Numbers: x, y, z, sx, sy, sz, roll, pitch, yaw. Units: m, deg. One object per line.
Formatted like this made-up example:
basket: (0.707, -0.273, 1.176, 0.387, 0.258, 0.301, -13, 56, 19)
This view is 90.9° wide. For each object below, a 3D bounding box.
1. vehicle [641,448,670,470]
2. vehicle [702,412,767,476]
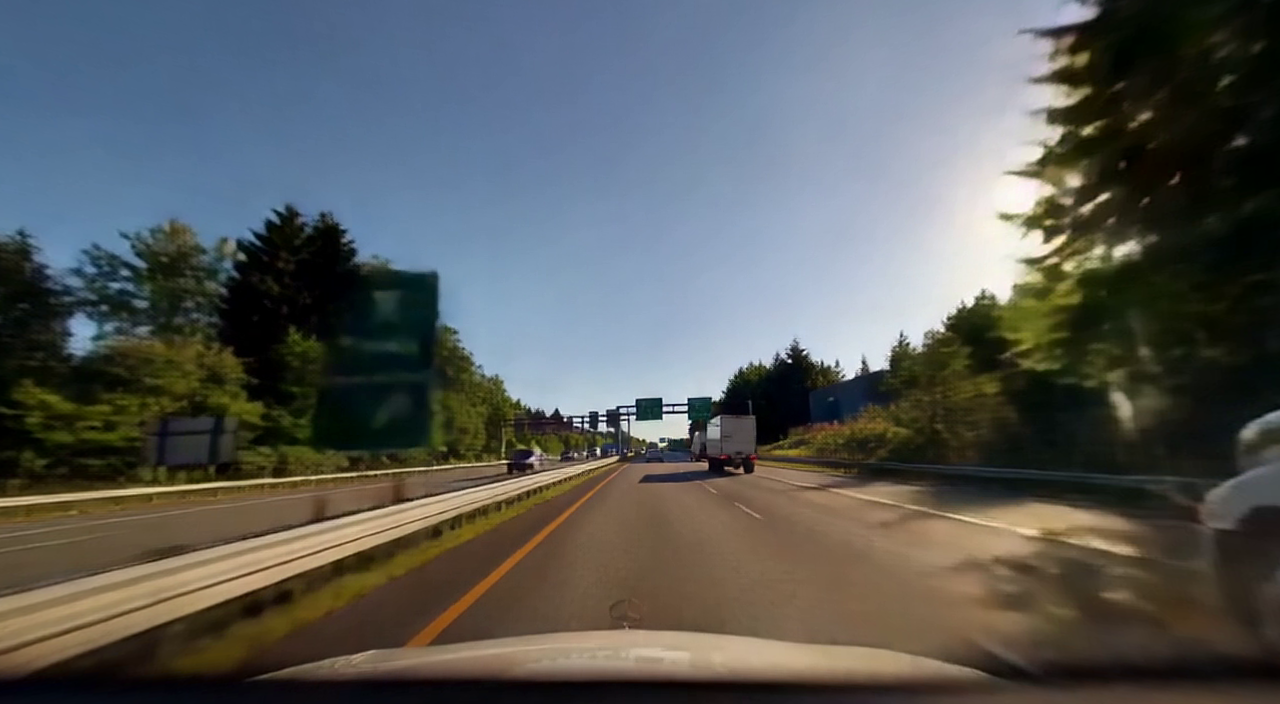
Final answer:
vehicle: (1.114, 7.915, 46.804, 2.049, 1.500, 3.790, 0, -9, 1)
vehicle: (5.319, 5.393, 36.880, 2.743, 3.367, 7.306, 0, -9, 1)
